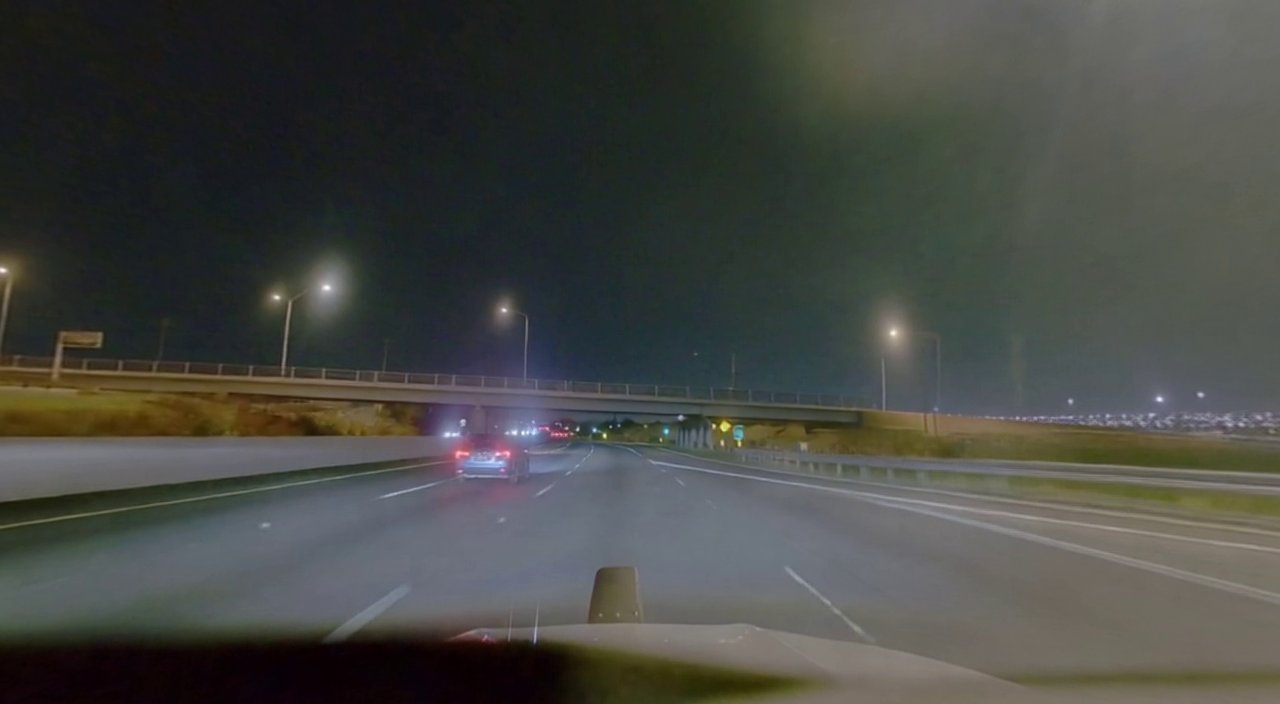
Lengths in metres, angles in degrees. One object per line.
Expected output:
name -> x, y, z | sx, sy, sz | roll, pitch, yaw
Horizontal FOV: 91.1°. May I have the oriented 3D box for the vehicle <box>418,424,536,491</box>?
vehicle -> -4.371, 2.916, 17.799 | 2.123, 1.601, 4.887 | 0, -8, -1
